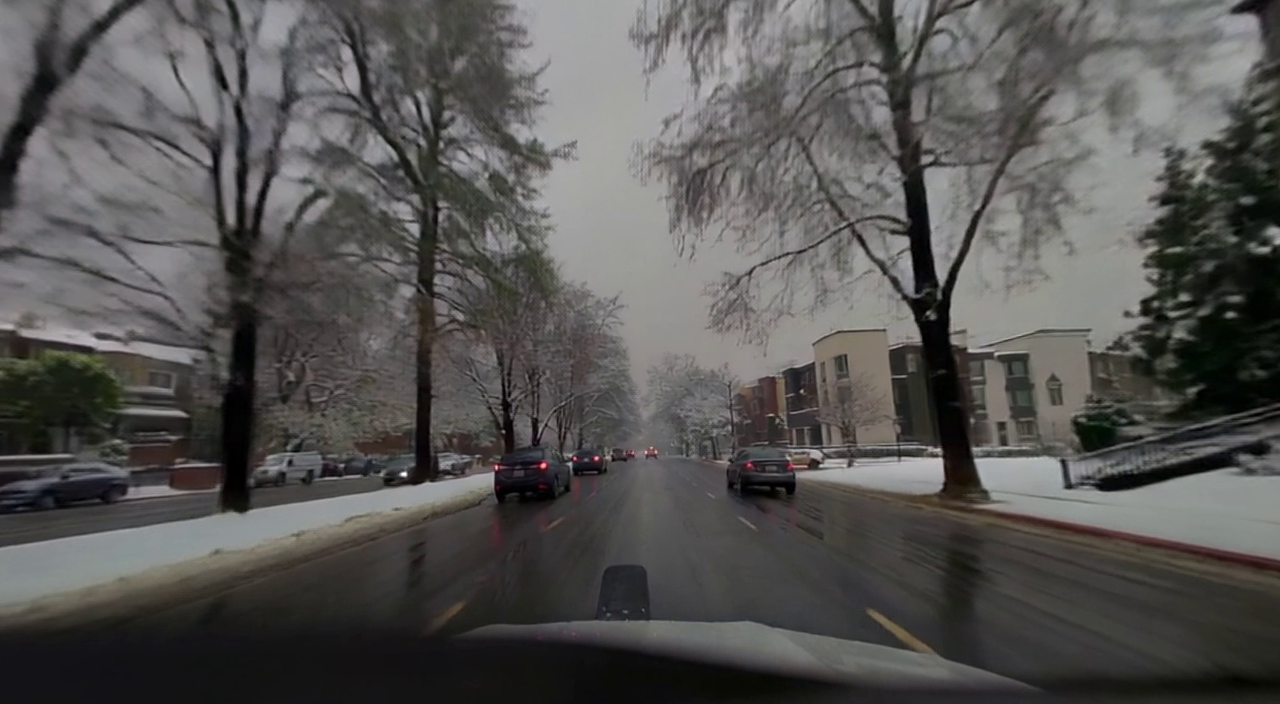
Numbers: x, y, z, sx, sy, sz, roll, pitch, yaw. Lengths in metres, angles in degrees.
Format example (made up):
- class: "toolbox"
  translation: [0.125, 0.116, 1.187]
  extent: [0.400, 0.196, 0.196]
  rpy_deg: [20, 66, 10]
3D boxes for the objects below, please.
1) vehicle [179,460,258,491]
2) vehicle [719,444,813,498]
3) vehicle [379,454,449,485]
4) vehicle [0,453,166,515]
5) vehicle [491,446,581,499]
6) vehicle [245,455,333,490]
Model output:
- class: "vehicle"
  translation: [-26.876, 7.873, 40.402]
  extent: [1.928, 1.764, 4.599]
  rpy_deg: [0, -8, -1]
- class: "vehicle"
  translation: [3.818, 3.668, 19.943]
  extent: [2.010, 1.486, 4.498]
  rpy_deg: [0, -8, -1]
- class: "vehicle"
  translation: [-12.211, 6.338, 34.434]
  extent: [2.000, 1.504, 4.720]
  rpy_deg: [0, -9, 1]
- class: "vehicle"
  translation: [-22.412, 5.257, 25.702]
  extent: [2.523, 2.213, 4.637]
  rpy_deg: [0, -8, -1]
- class: "vehicle"
  translation: [-3.175, 3.776, 20.205]
  extent: [2.053, 1.480, 4.381]
  rpy_deg: [0, -8, 1]
- class: "vehicle"
  translation: [-22.368, 7.665, 40.434]
  extent: [2.928, 2.070, 4.368]
  rpy_deg: [-1, -9, 3]
